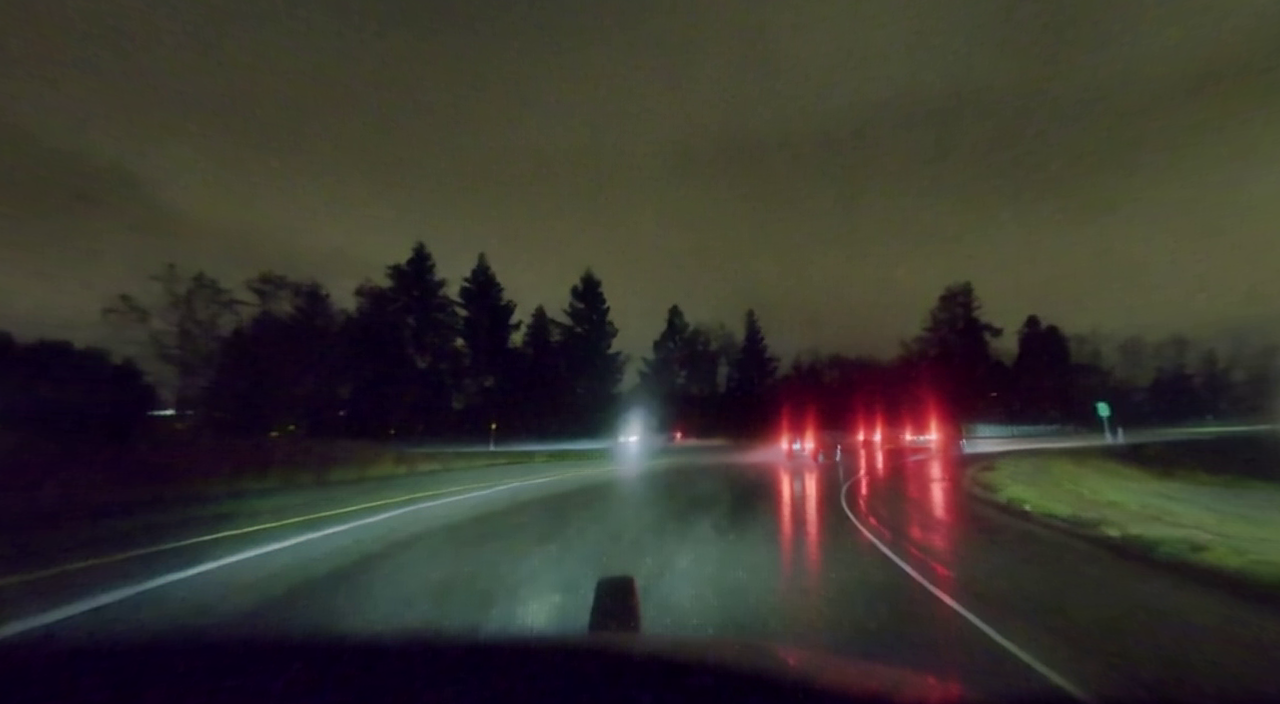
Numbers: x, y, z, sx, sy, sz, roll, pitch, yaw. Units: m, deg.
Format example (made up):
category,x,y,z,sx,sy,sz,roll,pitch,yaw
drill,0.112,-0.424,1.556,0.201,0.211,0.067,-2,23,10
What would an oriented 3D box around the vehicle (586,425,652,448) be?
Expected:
category,x,y,z,sx,sy,sz,roll,pitch,yaw
vehicle,-1.547,6.177,46.043,4.415,1.617,1.957,3,-8,-17
